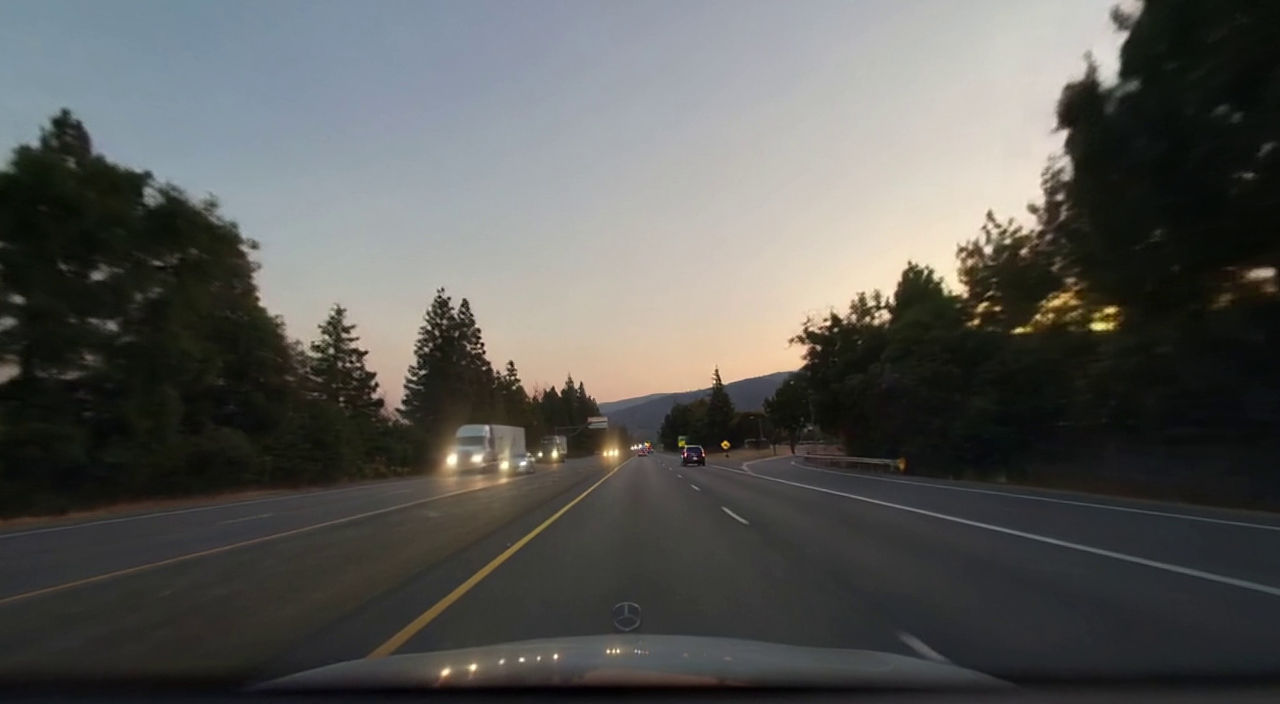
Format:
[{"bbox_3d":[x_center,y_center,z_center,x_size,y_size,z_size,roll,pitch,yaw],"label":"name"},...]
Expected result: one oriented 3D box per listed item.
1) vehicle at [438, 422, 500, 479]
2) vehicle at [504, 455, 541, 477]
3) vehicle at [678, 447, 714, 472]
[{"bbox_3d":[-12.733,7.419,47.620,2.985,3.990,5.823,0,-9,0],"label":"vehicle"},{"bbox_3d":[-8.243,8.023,44.519,1.882,1.452,3.812,0,-9,0],"label":"vehicle"},{"bbox_3d":[3.730,7.213,42.558,2.013,1.584,3.995,0,-9,0],"label":"vehicle"}]
